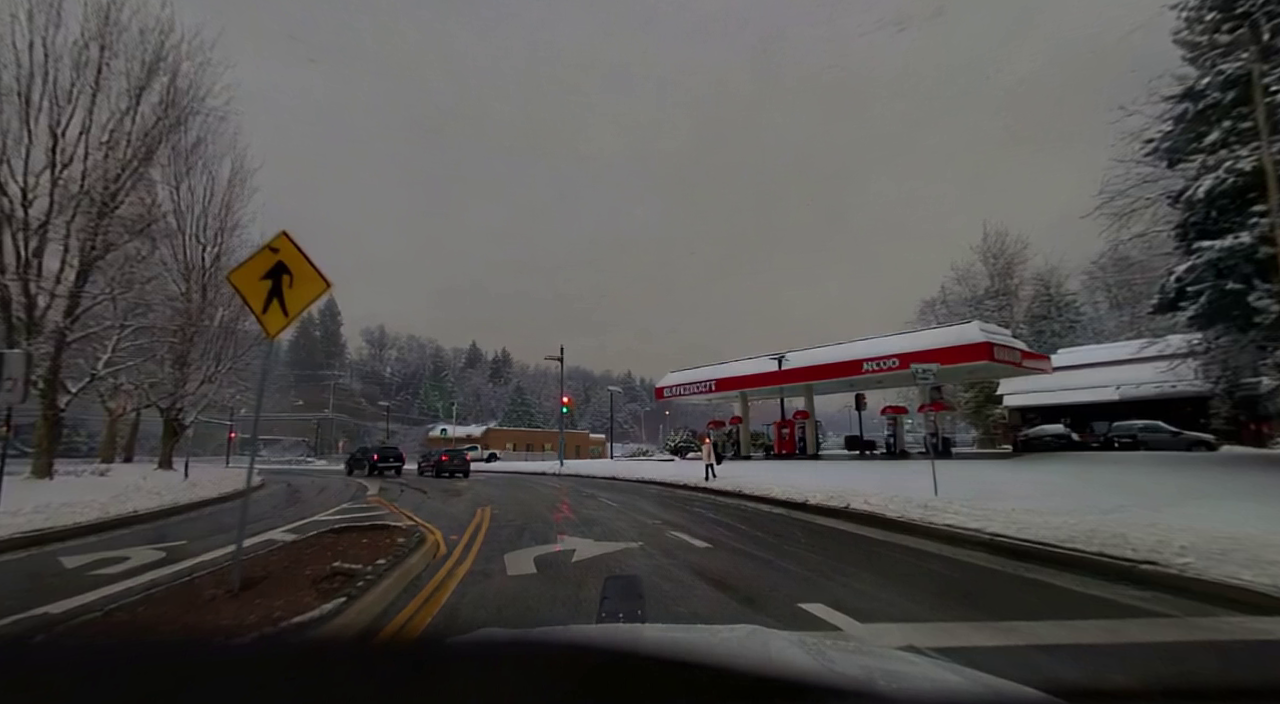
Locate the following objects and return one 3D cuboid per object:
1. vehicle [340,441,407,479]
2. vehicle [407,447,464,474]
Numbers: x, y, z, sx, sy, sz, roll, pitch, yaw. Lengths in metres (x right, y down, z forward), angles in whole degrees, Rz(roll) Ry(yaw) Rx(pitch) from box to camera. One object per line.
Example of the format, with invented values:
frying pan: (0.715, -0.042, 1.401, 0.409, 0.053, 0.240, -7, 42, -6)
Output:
vehicle: (-15.412, 6.137, 36.215, 2.254, 2.006, 4.766, 7, -11, -37)
vehicle: (-15.077, 7.917, 46.163, 2.202, 1.822, 4.826, 7, -11, -40)
